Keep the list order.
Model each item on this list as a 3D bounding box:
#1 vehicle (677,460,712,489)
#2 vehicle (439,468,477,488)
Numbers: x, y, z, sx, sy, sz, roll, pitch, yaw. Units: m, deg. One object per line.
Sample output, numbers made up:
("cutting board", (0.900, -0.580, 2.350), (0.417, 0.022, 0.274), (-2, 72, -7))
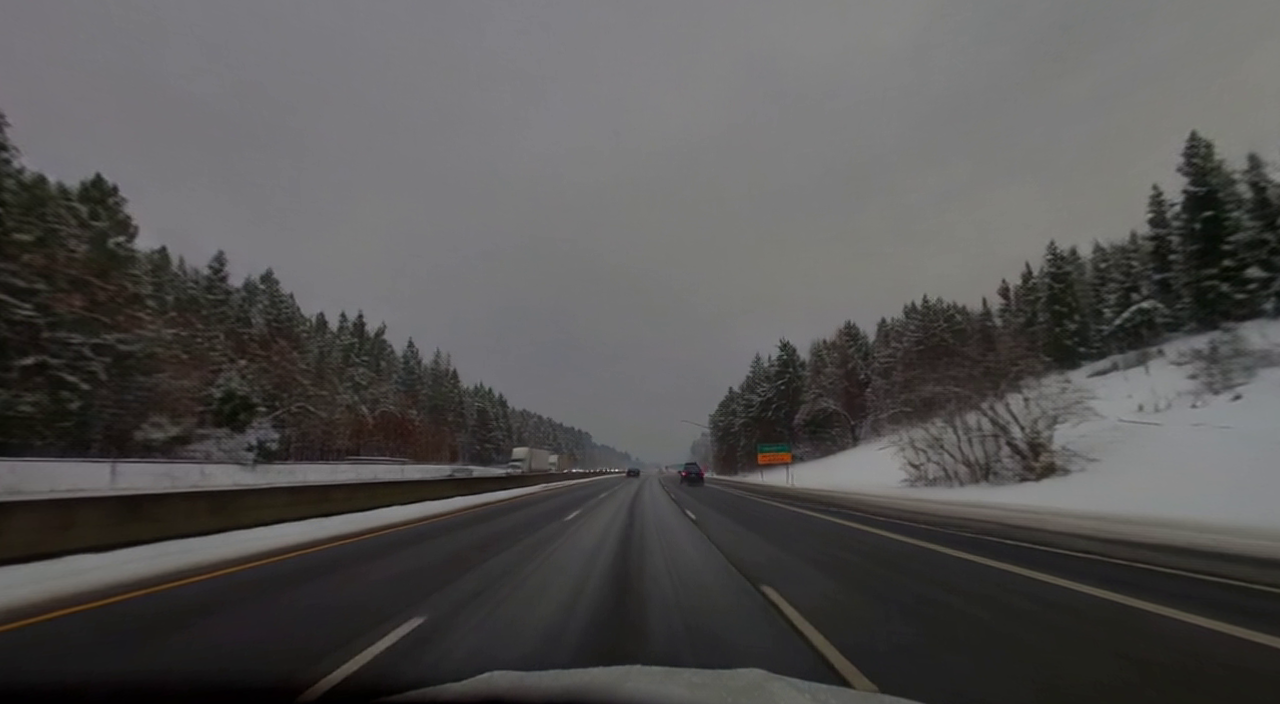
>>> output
("vehicle", (3.908, 8.881, 45.697), (2.093, 1.933, 4.623), (1, -10, 0))
("vehicle", (-14.150, 9.798, 49.084), (1.837, 1.444, 3.440), (0, -10, 2))
